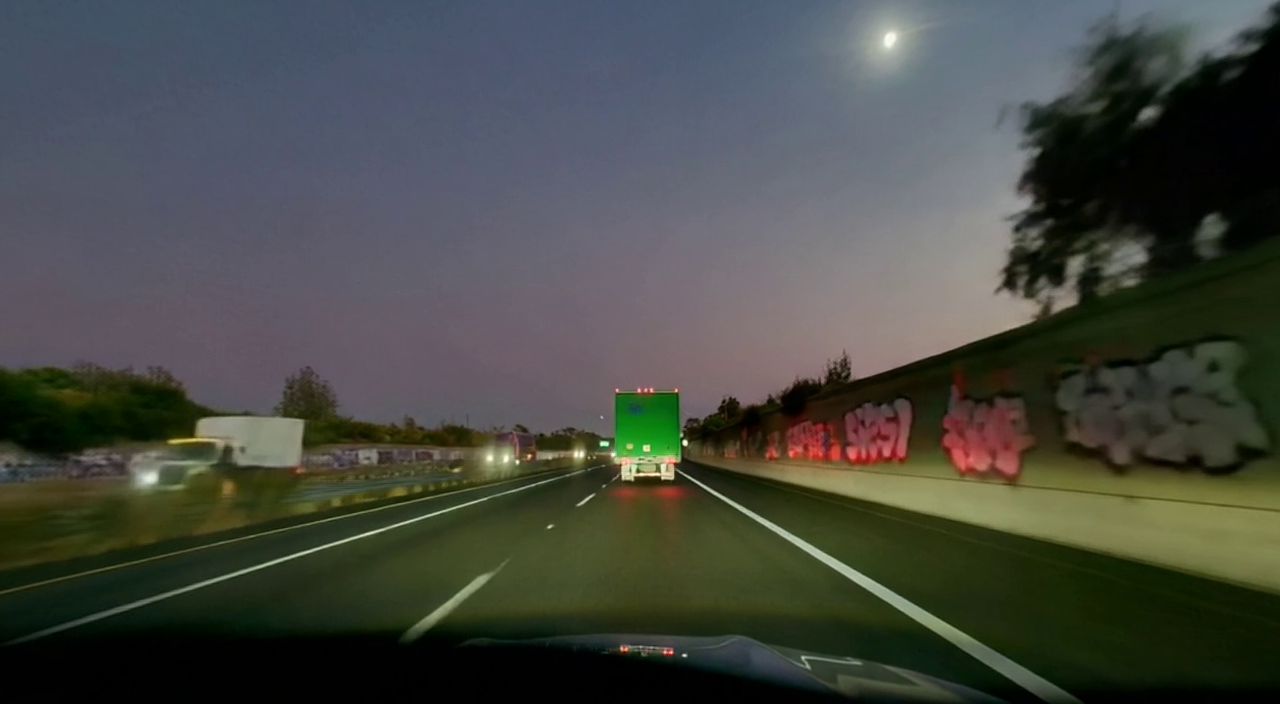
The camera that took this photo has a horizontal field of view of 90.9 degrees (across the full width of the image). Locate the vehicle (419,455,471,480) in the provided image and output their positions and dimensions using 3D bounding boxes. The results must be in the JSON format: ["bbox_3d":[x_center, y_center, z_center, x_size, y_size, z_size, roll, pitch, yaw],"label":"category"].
[{"bbox_3d":[-11.921,7.093,38.822,1.795,1.426,4.297,0,-9,0],"label":"vehicle"}]

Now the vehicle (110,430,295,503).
[{"bbox_3d":[-16.693,4.408,24.785,2.427,2.440,6.745,0,-9,0],"label":"vehicle"}]

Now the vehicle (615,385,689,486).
[{"bbox_3d":[0.372,4.067,29.811,2.900,3.955,10.151,0,-9,-1],"label":"vehicle"}]
